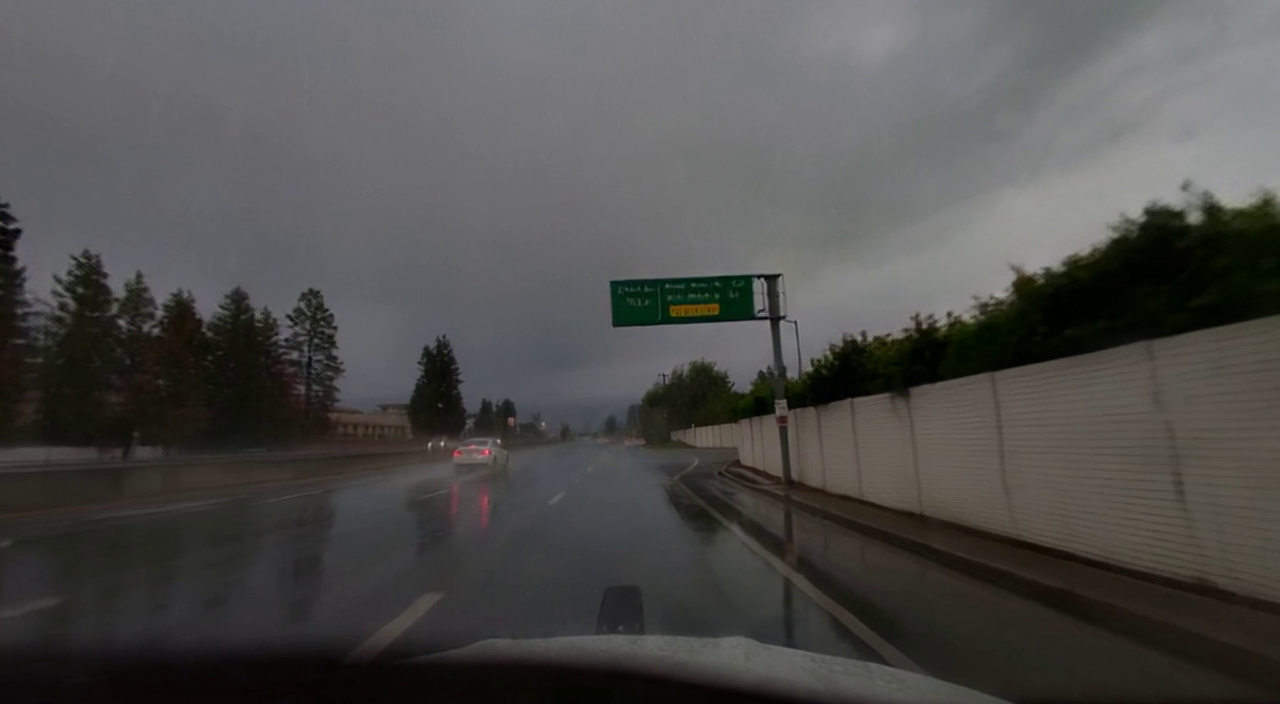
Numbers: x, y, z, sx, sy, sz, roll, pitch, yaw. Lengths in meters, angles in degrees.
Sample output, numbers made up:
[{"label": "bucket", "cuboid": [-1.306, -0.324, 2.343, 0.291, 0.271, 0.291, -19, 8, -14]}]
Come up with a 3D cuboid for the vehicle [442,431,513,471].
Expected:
[{"label": "vehicle", "cuboid": [-7.619, 4.708, 30.196, 2.115, 1.711, 4.722, 0, -9, 0]}]
